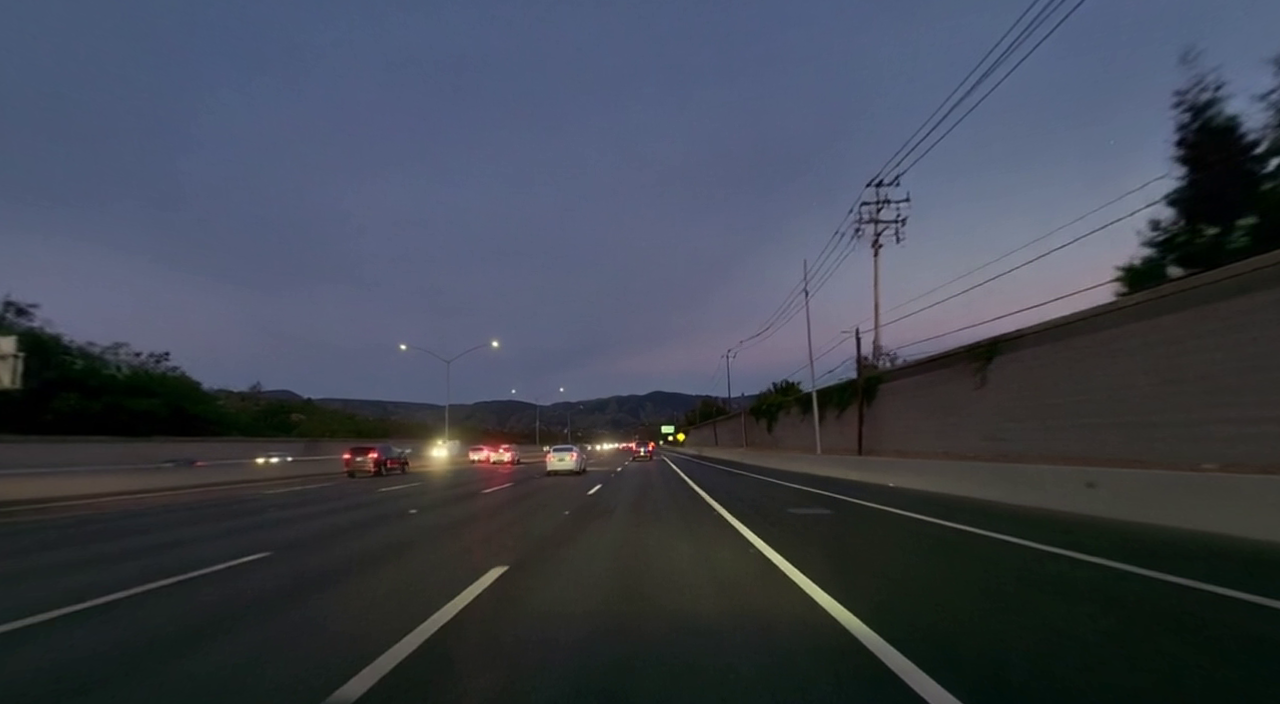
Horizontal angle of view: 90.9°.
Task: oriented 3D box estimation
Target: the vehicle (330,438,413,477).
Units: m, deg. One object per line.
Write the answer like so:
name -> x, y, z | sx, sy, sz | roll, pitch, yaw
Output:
vehicle -> -14.240, 5.618, 33.850 | 2.172, 1.946, 5.017 | 0, -9, 1

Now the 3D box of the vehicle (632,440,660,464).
vehicle -> 0.409, 7.779, 49.171 | 2.001, 1.732, 4.823 | 0, -9, -1

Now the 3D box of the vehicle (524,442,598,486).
vehicle -> -2.787, 4.093, 23.283 | 2.064, 1.446, 4.409 | 0, -9, 2

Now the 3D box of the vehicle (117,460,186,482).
vehicle -> -35.493, 8.627, 45.935 | 1.788, 1.410, 4.013 | -1, -9, 1

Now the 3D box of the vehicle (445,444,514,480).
vehicle -> -7.125, 4.903, 28.386 | 1.899, 1.472, 4.202 | 0, -9, 1
